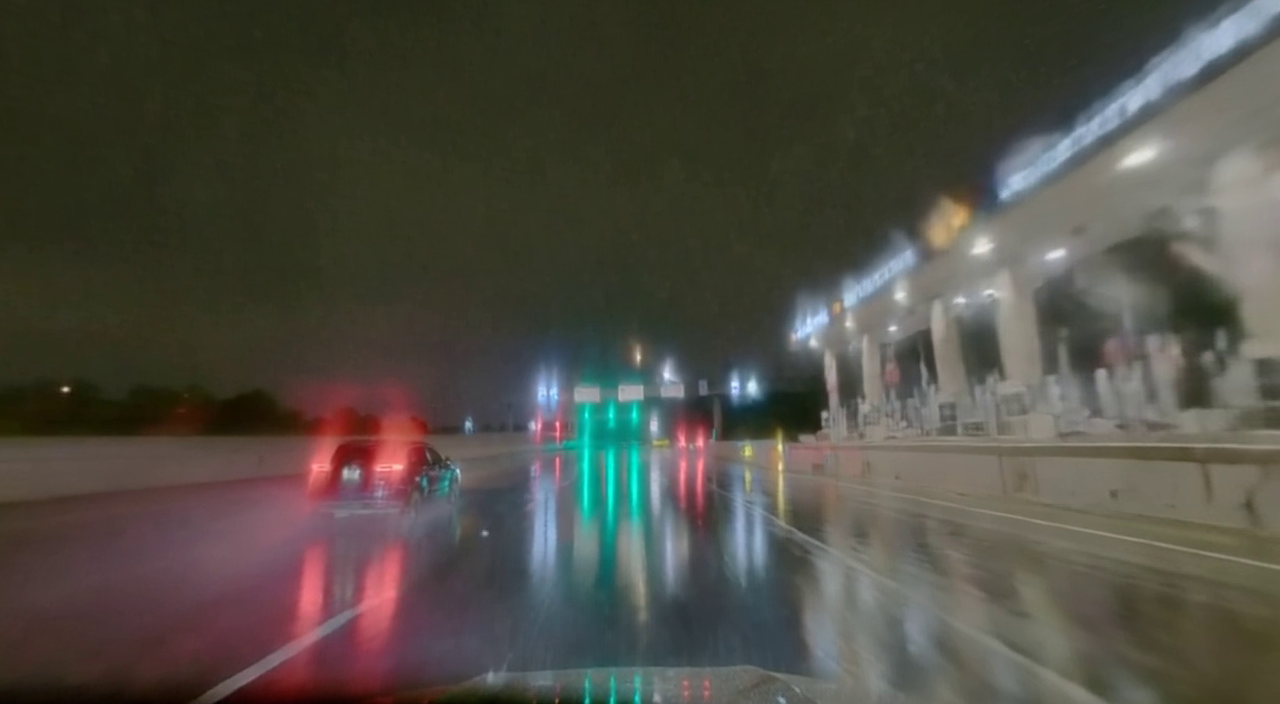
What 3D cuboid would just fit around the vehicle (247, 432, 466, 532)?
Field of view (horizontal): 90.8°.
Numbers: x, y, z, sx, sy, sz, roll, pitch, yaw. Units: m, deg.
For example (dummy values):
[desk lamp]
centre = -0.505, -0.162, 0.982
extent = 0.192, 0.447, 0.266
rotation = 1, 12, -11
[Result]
[vehicle]
centre = -4.821, 2.251, 11.597
extent = 1.981, 1.465, 4.334
rotation = 0, -8, 0
